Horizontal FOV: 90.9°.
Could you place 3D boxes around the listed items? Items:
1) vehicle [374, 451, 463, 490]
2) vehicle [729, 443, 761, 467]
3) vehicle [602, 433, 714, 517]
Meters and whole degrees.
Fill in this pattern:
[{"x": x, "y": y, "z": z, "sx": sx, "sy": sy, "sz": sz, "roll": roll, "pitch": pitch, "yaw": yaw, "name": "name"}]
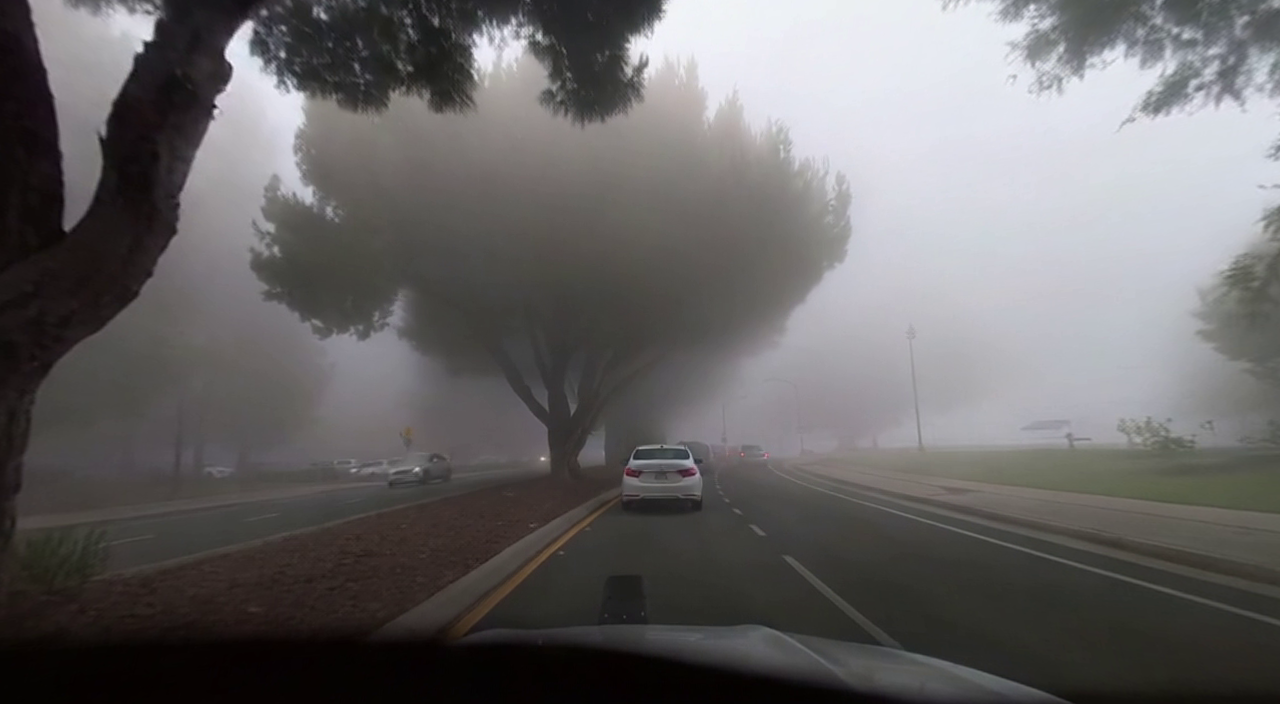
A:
[{"x": -9.488, "y": 5.105, "z": 27.491, "sx": 1.909, "sy": 1.468, "sz": 4.597, "roll": -1, "pitch": -8, "yaw": 5, "name": "vehicle"}, {"x": 7.076, "y": 6.964, "z": 42.737, "sx": 1.984, "sy": 1.507, "sz": 4.359, "roll": -1, "pitch": -8, "yaw": 7, "name": "vehicle"}, {"x": 0.466, "y": 2.662, "z": 14.138, "sx": 2.154, "sy": 1.585, "sz": 3.997, "roll": -1, "pitch": -8, "yaw": 4, "name": "vehicle"}]
